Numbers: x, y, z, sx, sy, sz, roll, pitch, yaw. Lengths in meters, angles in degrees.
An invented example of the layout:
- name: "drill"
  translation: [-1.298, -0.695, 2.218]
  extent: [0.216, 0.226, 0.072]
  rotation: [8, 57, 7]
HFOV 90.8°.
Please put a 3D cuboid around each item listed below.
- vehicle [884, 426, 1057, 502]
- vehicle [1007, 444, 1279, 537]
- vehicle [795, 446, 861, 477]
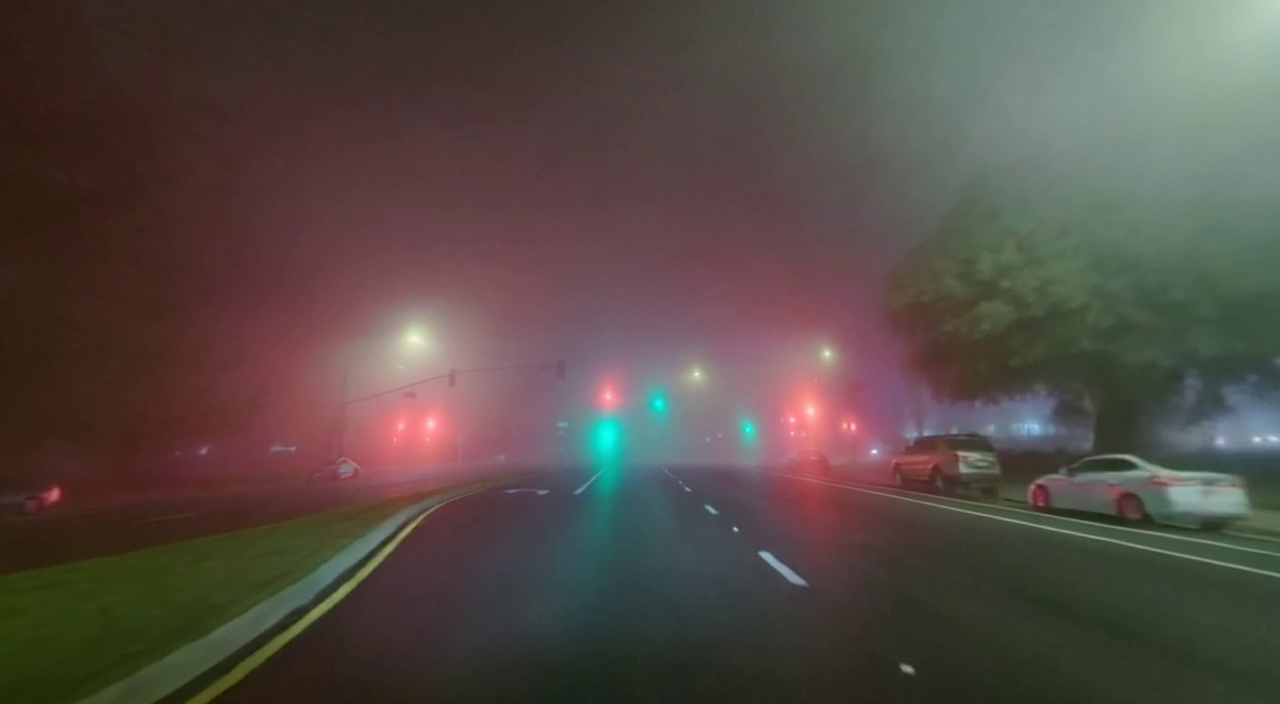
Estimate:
- name: "vehicle"
  translation: [9.812, 3.357, 19.479]
  extent: [2.245, 1.983, 5.433]
  rotation: [0, -8, -2]
- name: "vehicle"
  translation: [9.772, 2.613, 12.706]
  extent: [1.931, 1.473, 4.742]
  rotation: [0, -8, 0]
- name: "vehicle"
  translation: [9.823, 5.733, 33.494]
  extent: [1.918, 1.483, 4.813]
  rotation: [0, -8, -1]
